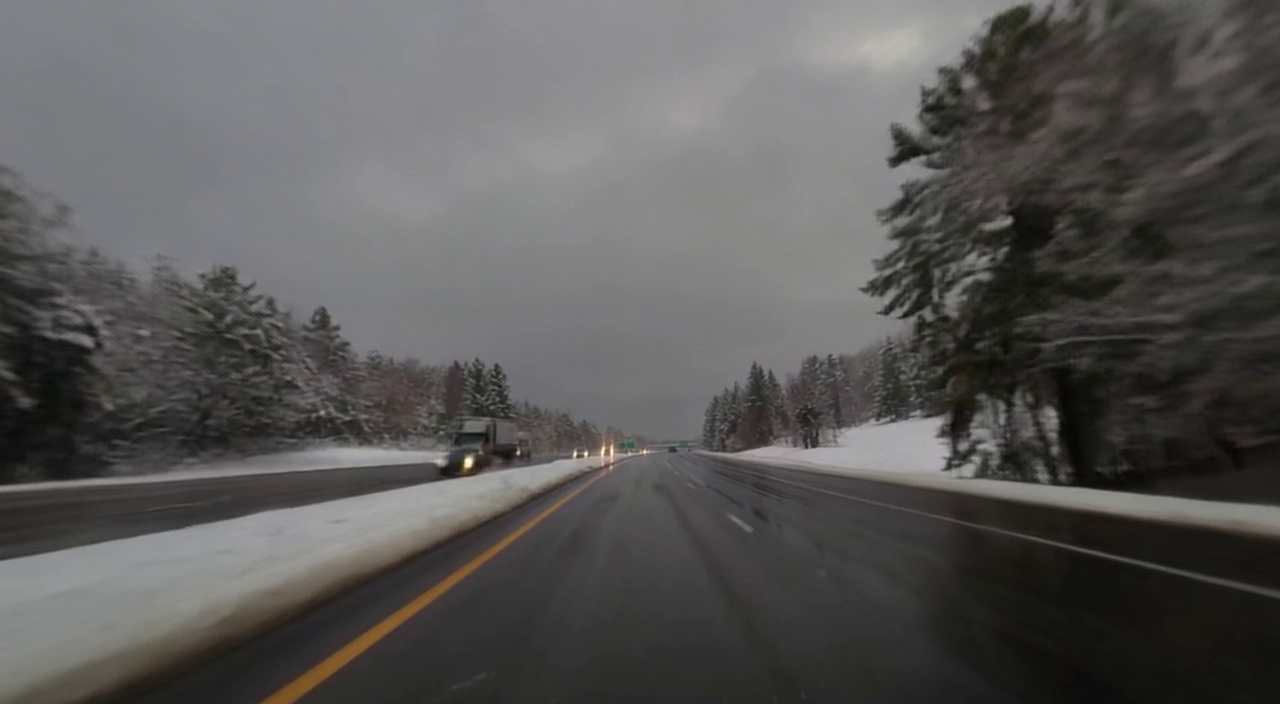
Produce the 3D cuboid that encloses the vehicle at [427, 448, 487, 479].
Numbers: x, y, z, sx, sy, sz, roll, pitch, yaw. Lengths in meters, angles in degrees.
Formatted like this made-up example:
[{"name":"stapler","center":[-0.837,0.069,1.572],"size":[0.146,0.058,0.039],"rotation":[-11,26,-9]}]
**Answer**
[{"name":"vehicle","center":[-9.481,5.782,32.814],"size":[1.851,1.472,3.982],"rotation":[-1,-9,1]}]
